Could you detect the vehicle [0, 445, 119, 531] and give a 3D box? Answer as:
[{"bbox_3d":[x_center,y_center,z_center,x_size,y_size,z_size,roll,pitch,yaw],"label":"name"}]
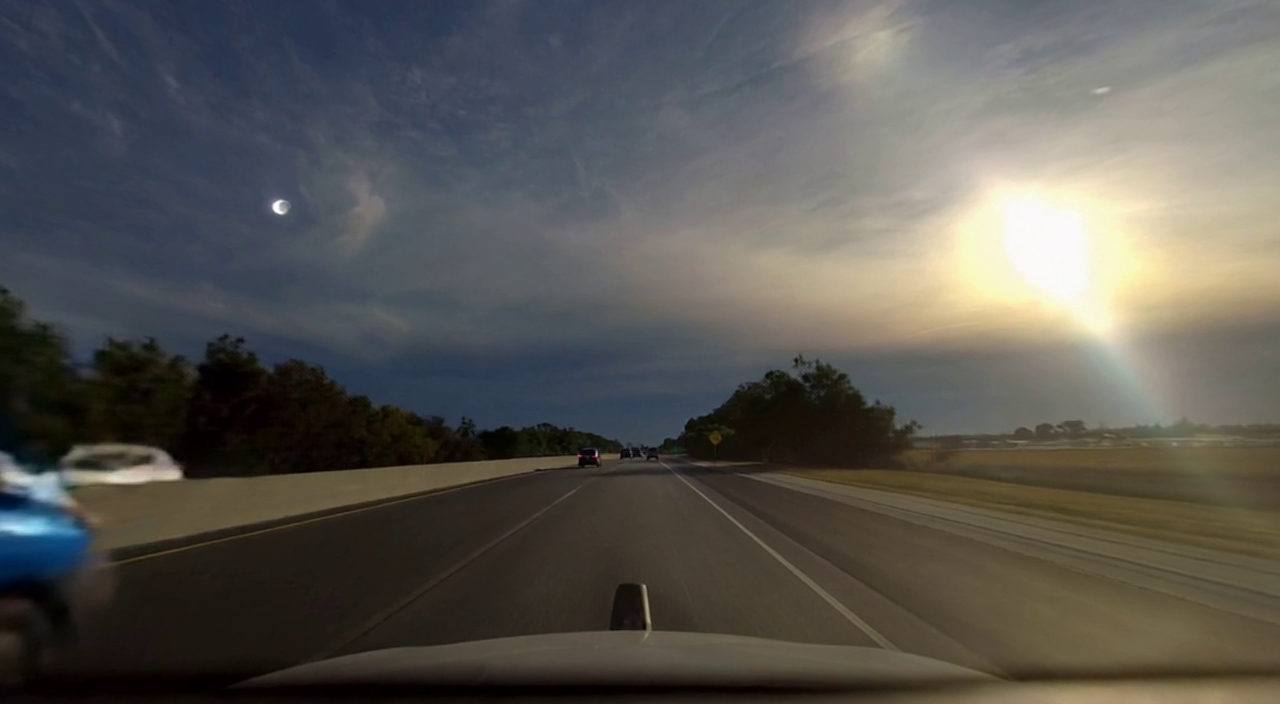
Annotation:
[{"bbox_3d":[-12.025,2.376,11.063,1.908,1.470,4.498,0,-8,0],"label":"vehicle"}]
